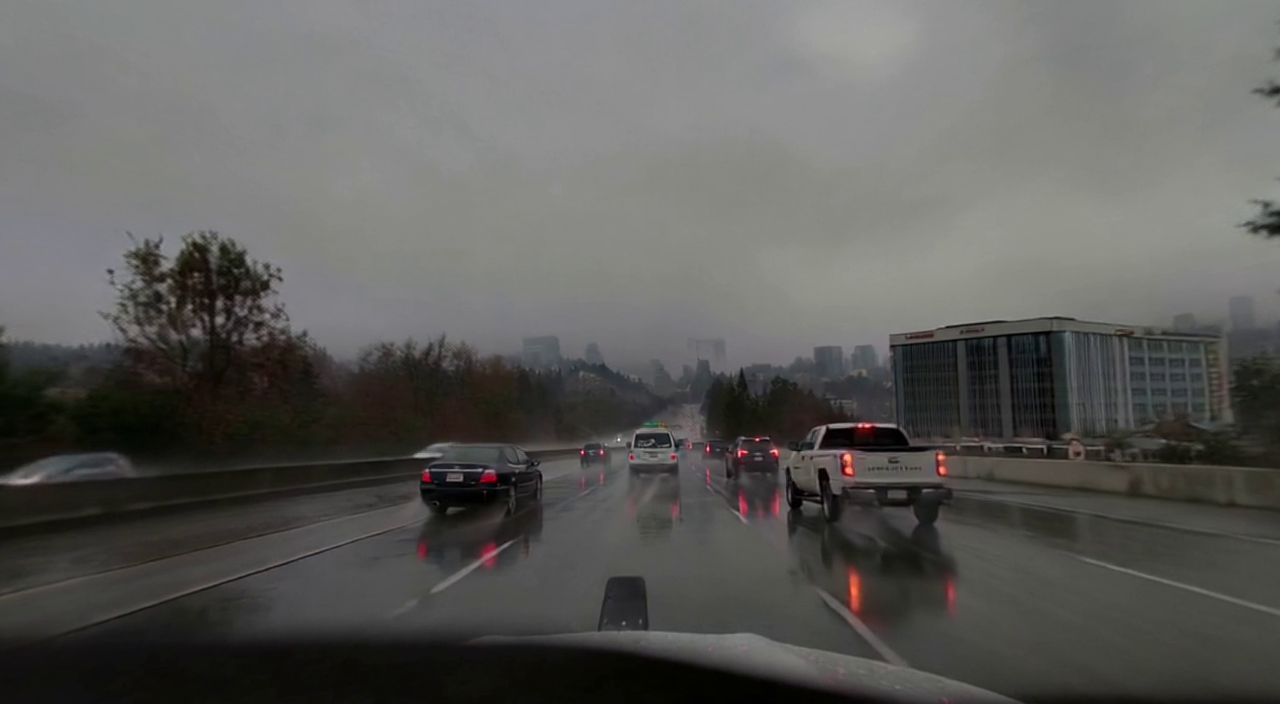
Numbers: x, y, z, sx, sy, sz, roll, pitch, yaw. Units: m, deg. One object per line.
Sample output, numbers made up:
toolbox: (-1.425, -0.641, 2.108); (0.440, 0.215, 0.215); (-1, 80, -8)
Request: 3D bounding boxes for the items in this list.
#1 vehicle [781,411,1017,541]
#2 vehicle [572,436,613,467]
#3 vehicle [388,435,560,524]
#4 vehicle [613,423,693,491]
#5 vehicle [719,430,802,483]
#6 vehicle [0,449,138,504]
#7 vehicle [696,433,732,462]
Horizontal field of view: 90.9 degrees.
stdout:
vehicle: (3.944, 1.972, 10.688); (2.156, 1.701, 4.494); (-1, -8, 1)
vehicle: (-2.763, 5.874, 37.481); (1.951, 1.694, 4.188); (-1, -8, 3)
vehicle: (-3.052, 2.465, 12.888); (1.965, 1.443, 4.968); (-1, -8, 3)
vehicle: (0.397, 3.197, 19.501); (2.153, 1.805, 4.631); (-1, -8, 1)
vehicle: (4.090, 3.630, 22.184); (2.094, 1.676, 4.309); (-1, -8, 1)
vehicle: (-20.981, 4.396, 22.725); (1.950, 1.718, 4.492); (-1, -8, 2)
vehicle: (4.852, 6.318, 41.899); (2.039, 1.832, 3.989); (-1, -8, 2)
